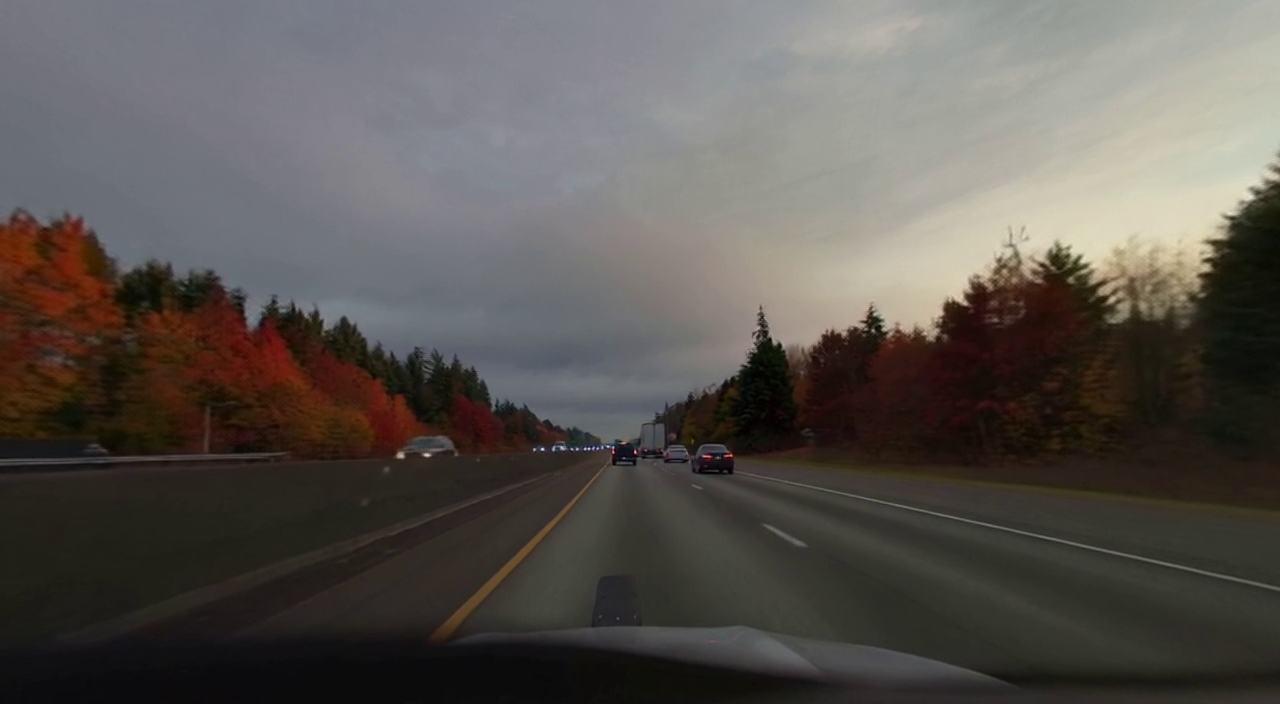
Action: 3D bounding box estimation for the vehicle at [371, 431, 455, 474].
[{"bbox_3d":[-9.069,4.056,25.442,1.934,1.550,4.072,-1,-9,-1],"label":"vehicle"}]

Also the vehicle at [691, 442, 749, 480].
[{"bbox_3d":[3.451,4.772,27.780,1.968,1.513,3.911,0,-9,-1],"label":"vehicle"}]

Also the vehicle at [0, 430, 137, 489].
[{"bbox_3d":[-45.835,7.935,46.687,2.957,4.004,18.233,0,-8,-4],"label":"vehicle"}]

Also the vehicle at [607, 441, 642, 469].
[{"bbox_3d":[-1.057,6.728,41.167,2.151,1.693,4.201,0,-9,-2],"label":"vehicle"}]
